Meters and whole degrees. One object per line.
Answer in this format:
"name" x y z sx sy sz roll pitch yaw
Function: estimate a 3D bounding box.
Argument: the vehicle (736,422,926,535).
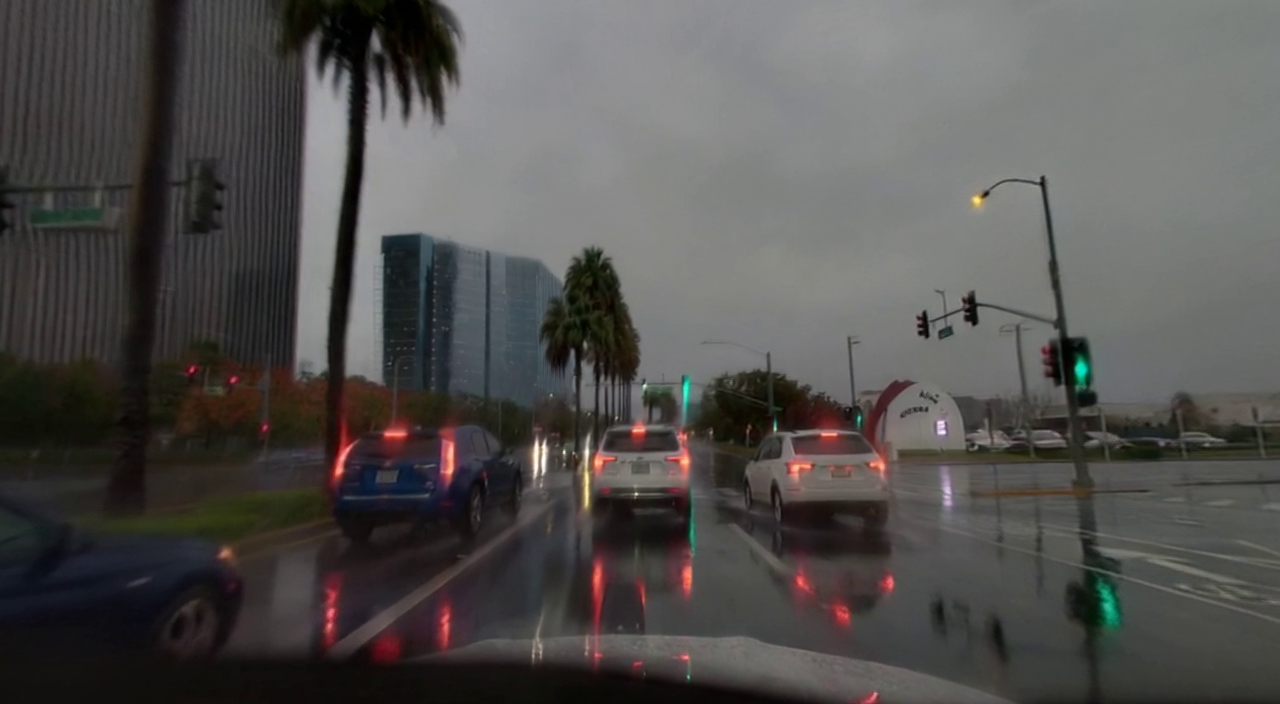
"vehicle" 3.008 2.081 10.938 1.936 1.567 3.896 0 -9 -2

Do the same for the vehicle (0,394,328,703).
"vehicle" -3.209 0.888 2.125 1.962 1.480 4.605 0 -9 0

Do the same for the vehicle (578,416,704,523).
"vehicle" 0.016 2.247 12.517 2.060 1.730 4.257 0 -8 0

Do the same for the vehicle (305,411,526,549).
"vehicle" -3.197 1.917 10.019 1.938 1.713 4.048 0 -9 1
